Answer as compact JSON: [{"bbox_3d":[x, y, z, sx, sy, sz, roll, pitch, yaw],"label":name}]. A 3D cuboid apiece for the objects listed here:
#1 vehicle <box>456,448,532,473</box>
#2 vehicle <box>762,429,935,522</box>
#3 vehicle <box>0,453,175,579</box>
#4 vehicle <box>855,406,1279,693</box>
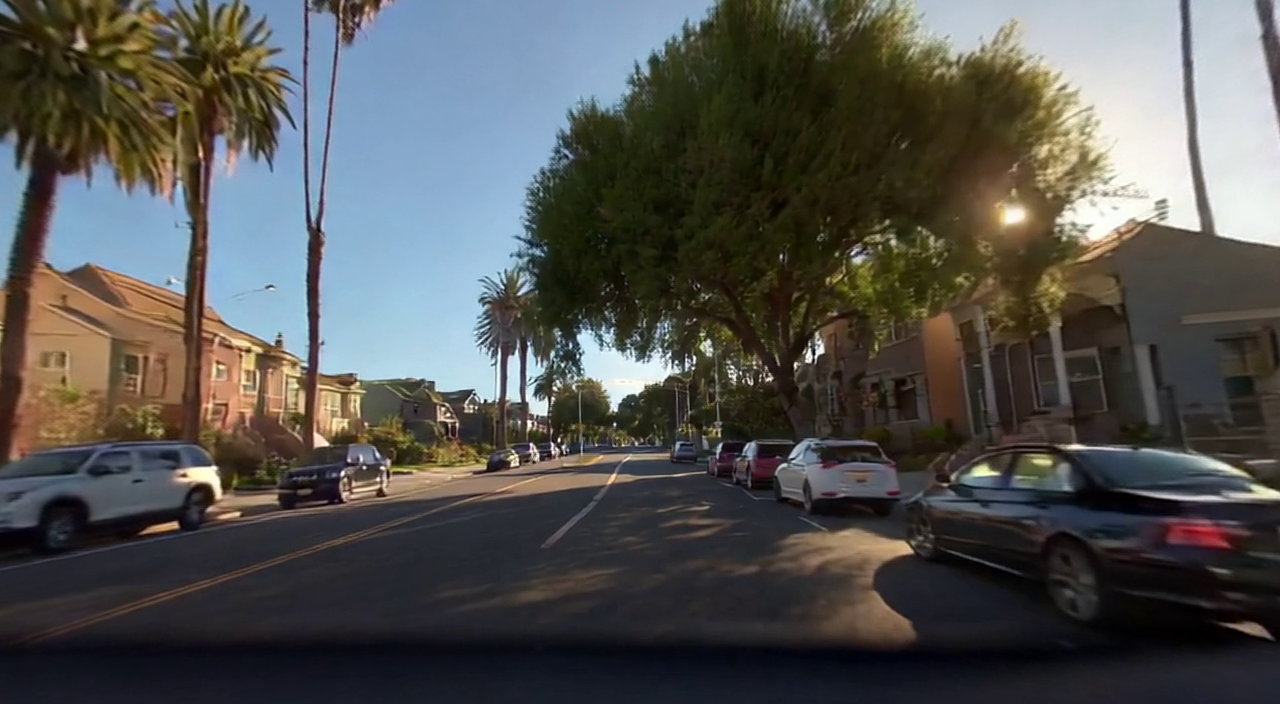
[{"bbox_3d":[-9.246,6.824,39.899,4.419,1.486,1.808,3,-9,-21],"label":"vehicle"},{"bbox_3d":[3.928,2.397,12.844,1.929,1.543,4.379,0,-8,-1],"label":"vehicle"},{"bbox_3d":[-8.864,2.126,8.384,3.912,1.488,1.837,3,-9,-23],"label":"vehicle"},{"bbox_3d":[3.628,1.359,5.635,1.819,1.487,4.537,0,-8,0],"label":"vehicle"}]
